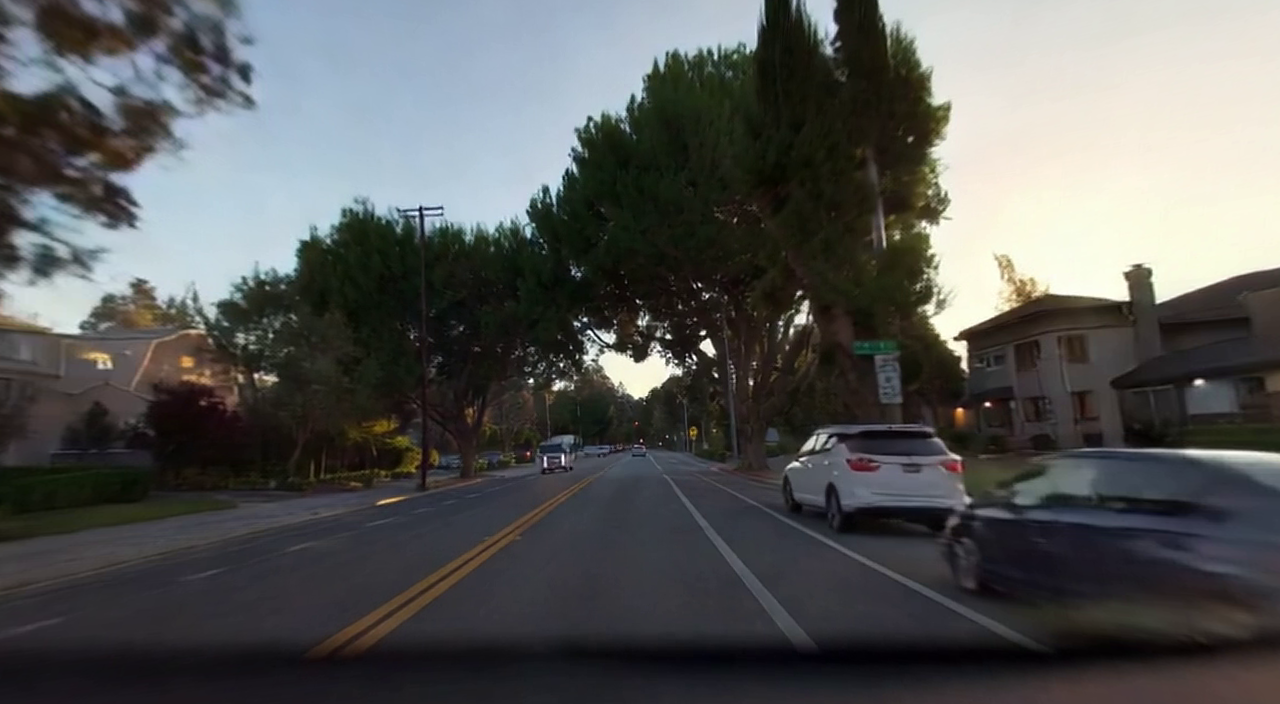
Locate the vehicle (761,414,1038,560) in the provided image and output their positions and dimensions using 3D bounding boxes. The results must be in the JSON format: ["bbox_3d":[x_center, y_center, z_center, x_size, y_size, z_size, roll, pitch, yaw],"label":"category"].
[{"bbox_3d":[3.714,2.043,10.399,2.310,1.784,4.993,0,-9,-2],"label":"vehicle"}]

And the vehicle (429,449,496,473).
[{"bbox_3d":[-13.920,8.549,49.731,4.607,1.772,2.261,0,-9,-1],"label":"vehicle"}]

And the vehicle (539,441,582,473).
[{"bbox_3d":[-4.986,6.660,40.348,2.059,1.840,5.317,0,-9,0],"label":"vehicle"}]

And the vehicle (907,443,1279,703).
[{"bbox_3d":[3.926,1.386,4.616,1.874,1.415,4.683,0,-9,0],"label":"vehicle"}]
